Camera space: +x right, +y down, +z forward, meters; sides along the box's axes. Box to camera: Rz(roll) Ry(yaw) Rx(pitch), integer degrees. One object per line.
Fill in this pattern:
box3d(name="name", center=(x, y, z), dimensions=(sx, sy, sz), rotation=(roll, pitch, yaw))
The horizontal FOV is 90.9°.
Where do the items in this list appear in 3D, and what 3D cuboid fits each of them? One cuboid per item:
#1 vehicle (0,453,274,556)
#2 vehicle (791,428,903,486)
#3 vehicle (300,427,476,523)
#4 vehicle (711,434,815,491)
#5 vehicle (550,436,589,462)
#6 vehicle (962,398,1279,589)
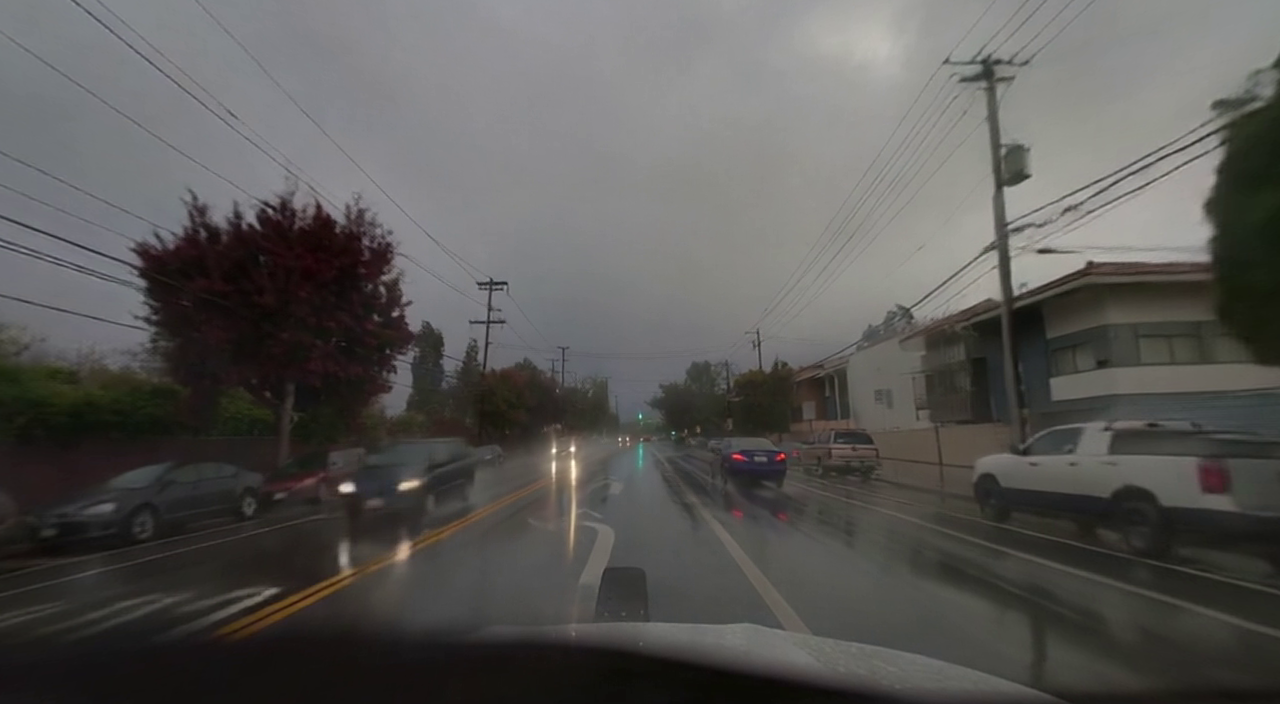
box3d(name="vehicle", center=(-9.422, 2.781, 12.204), dimensions=(1.949, 1.502, 4.264), rotation=(-1, -8, 3))
box3d(name="vehicle", center=(7.714, 3.957, 24.365), dimensions=(2.250, 1.935, 6.052), rotation=(0, -8, 0))
box3d(name="vehicle", center=(-5.212, 2.558, 13.796), dimensions=(2.050, 1.729, 4.269), rotation=(-1, -8, 0))
box3d(name="vehicle", center=(3.520, 3.247, 19.006), dimensions=(2.059, 1.489, 4.629), rotation=(0, -8, -2))
box3d(name="vehicle", center=(-4.614, 6.386, 41.827), dimensions=(2.010, 1.588, 4.186), rotation=(-1, -8, 1))
box3d(name="vehicle", center=(7.673, 1.918, 9.754), dimensions=(2.380, 2.030, 5.861), rotation=(-1, -8, 1))
